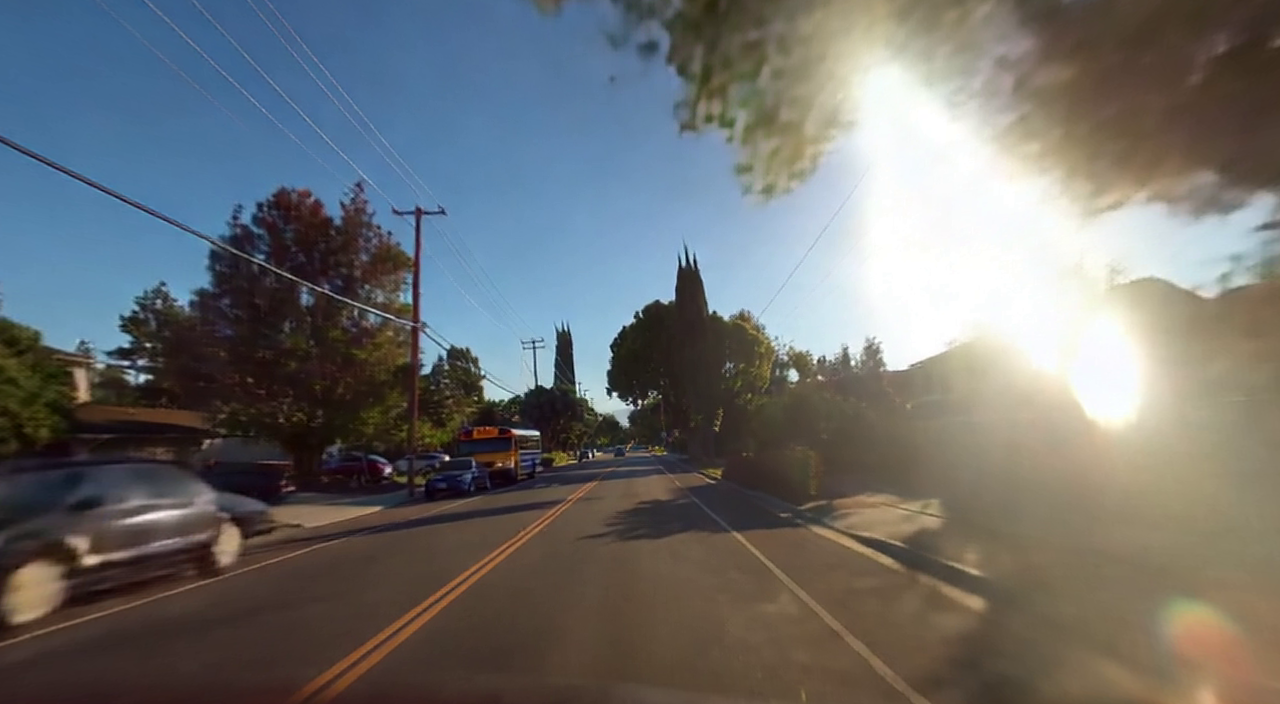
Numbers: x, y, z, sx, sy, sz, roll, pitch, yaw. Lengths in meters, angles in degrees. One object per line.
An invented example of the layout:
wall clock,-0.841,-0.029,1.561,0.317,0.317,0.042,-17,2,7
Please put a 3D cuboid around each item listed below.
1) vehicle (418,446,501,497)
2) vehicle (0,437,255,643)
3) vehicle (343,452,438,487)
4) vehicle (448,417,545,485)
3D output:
vehicle,-6.794,4.516,24.330,2.023,1.721,4.418,0,-9,-2
vehicle,-6.636,1.857,6.856,2.002,1.790,4.624,0,-9,0
vehicle,-14.290,6.736,36.270,4.767,1.520,1.940,-7,-9,11
vehicle,-6.668,4.787,30.626,2.835,2.876,7.091,-1,-9,2
